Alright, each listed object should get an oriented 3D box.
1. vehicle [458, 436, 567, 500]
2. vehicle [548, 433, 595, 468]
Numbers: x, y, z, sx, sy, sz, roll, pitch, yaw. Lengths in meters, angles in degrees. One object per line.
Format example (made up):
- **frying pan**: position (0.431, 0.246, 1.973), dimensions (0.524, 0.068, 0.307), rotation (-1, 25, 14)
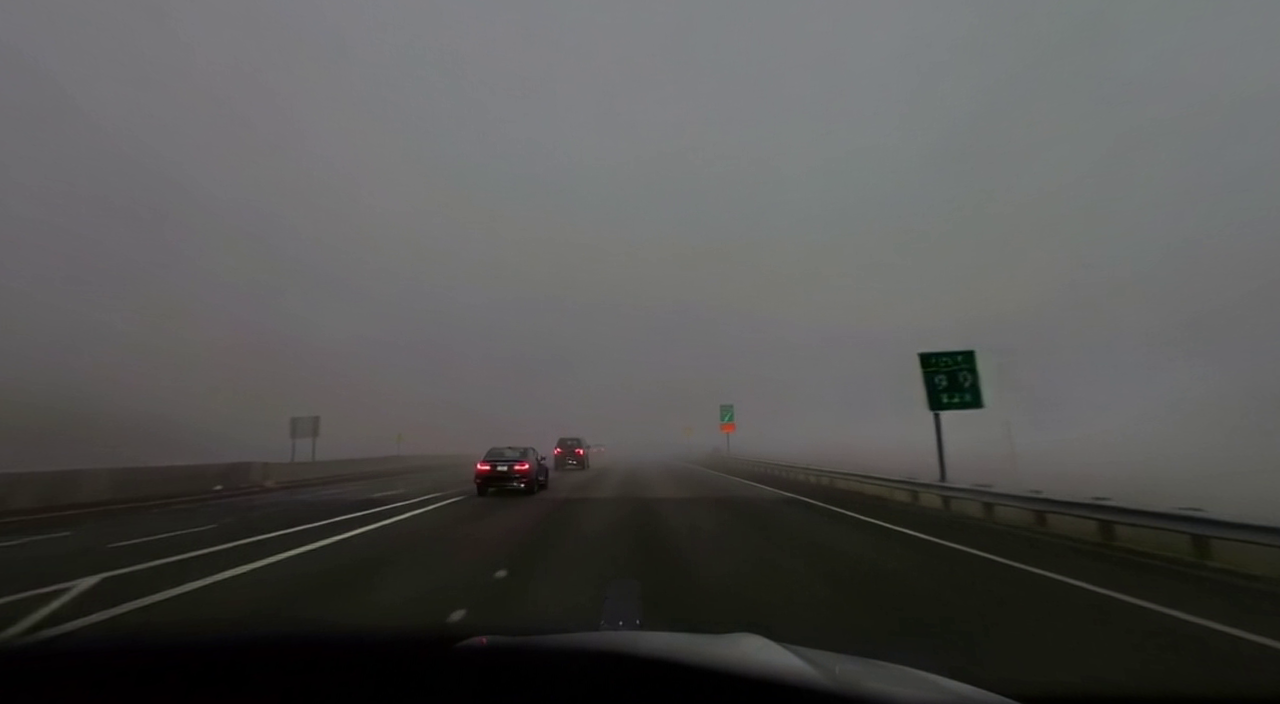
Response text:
- **vehicle**: position (-3.377, 3.185, 17.682), dimensions (2.044, 1.527, 4.607), rotation (0, -9, 0)
- **vehicle**: position (-3.894, 5.712, 36.498), dimensions (2.177, 1.852, 4.427), rotation (0, -9, 1)
